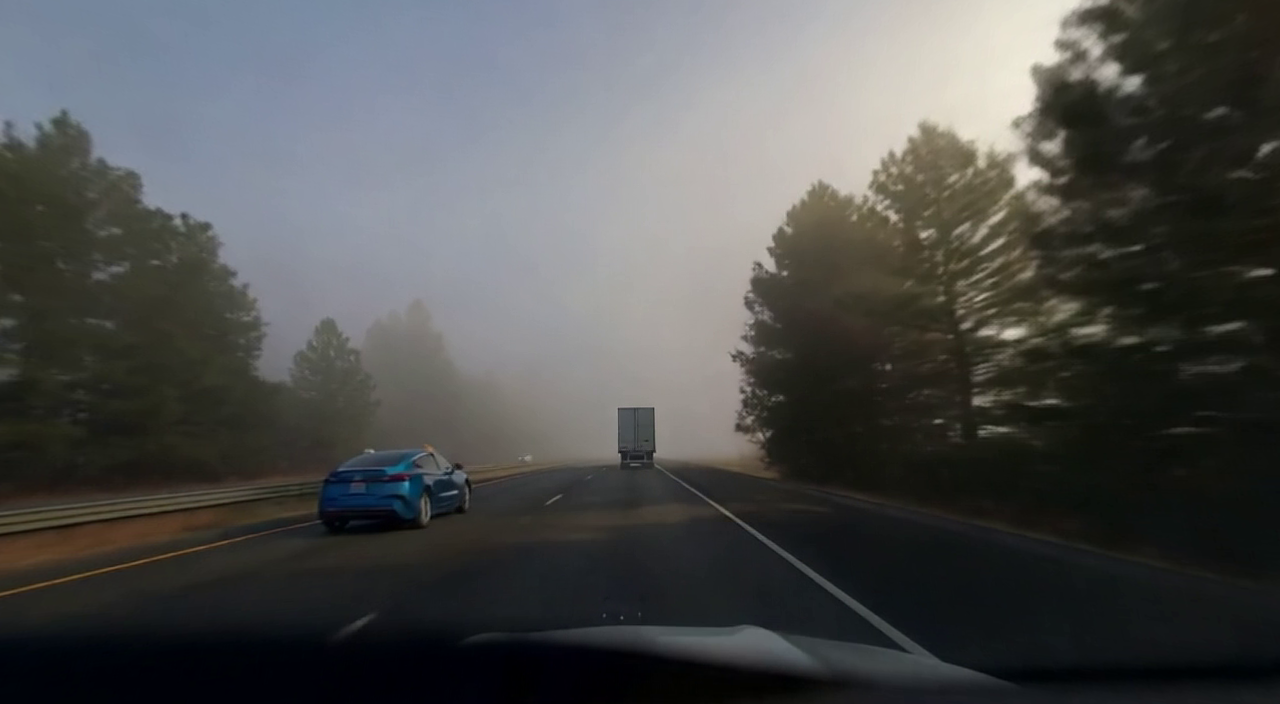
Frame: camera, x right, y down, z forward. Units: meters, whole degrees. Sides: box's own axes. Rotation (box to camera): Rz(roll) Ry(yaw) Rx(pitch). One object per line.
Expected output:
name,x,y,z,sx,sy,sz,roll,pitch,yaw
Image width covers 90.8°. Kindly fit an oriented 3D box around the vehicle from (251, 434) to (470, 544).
vehicle,-4.377,2.191,10.653,1.937,1.493,3.779,0,-9,0
